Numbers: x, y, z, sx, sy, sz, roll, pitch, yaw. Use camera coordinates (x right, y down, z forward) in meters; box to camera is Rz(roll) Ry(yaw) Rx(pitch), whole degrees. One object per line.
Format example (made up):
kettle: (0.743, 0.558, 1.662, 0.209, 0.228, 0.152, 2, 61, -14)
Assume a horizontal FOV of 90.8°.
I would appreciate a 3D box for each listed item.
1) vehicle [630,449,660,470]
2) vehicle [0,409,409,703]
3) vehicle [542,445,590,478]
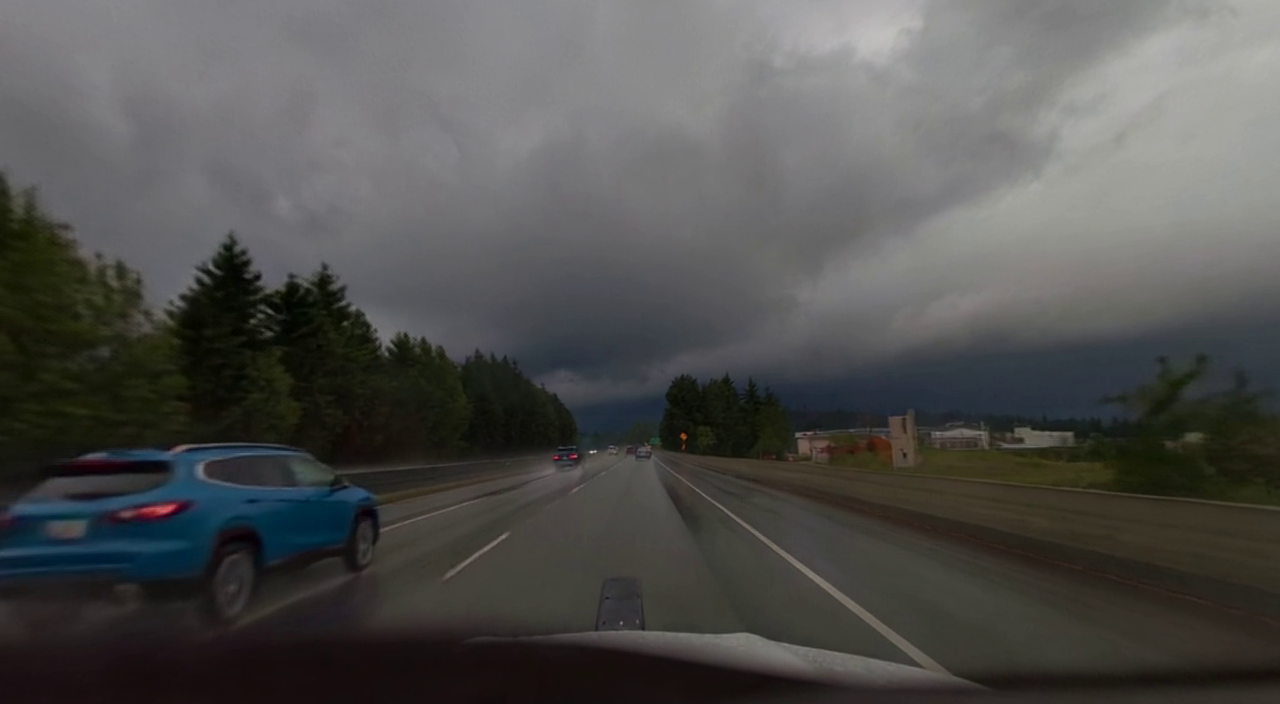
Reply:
vehicle: (0.353, 7.911, 46.469, 2.046, 1.452, 4.407, 0, -9, 0)
vehicle: (-3.740, 1.360, 5.187, 2.034, 1.520, 4.236, 0, -9, 1)
vehicle: (-3.986, 5.984, 34.811, 2.100, 1.667, 4.223, 0, -9, 1)
